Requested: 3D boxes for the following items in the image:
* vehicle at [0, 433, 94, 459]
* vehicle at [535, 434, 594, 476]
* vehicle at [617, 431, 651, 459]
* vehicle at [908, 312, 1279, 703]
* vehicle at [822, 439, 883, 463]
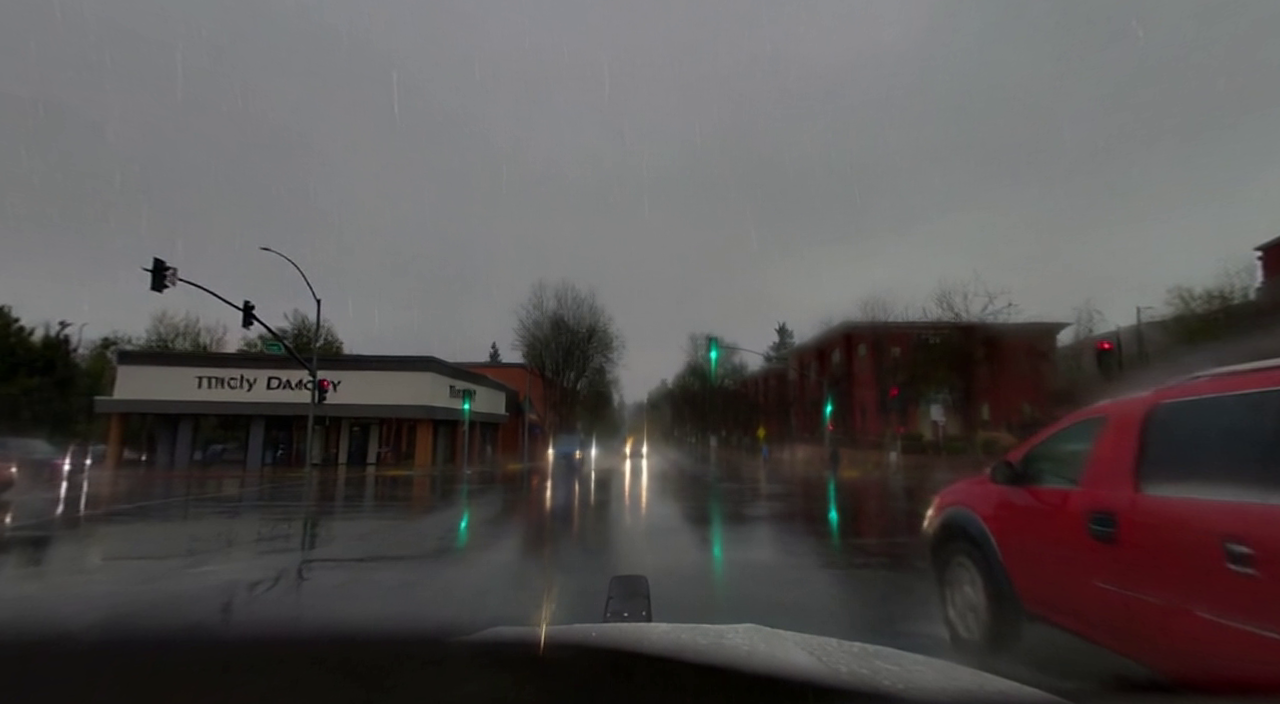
[{"bbox_3d":[-36.464,5.697,38.198,4.671,1.543,1.846,4,-9,-27],"label":"vehicle"},{"bbox_3d":[-3.148,4.393,27.220,1.961,1.658,4.064,0,-8,1],"label":"vehicle"},{"bbox_3d":[-0.469,6.795,46.121,2.390,1.948,5.344,0,-8,-1],"label":"vehicle"},{"bbox_3d":[2.864,0.772,1.913,2.048,1.725,4.754,0,-8,1],"label":"vehicle"},{"bbox_3d":[15.108,7.027,44.979,1.924,1.579,4.084,3,-9,-20],"label":"vehicle"}]
